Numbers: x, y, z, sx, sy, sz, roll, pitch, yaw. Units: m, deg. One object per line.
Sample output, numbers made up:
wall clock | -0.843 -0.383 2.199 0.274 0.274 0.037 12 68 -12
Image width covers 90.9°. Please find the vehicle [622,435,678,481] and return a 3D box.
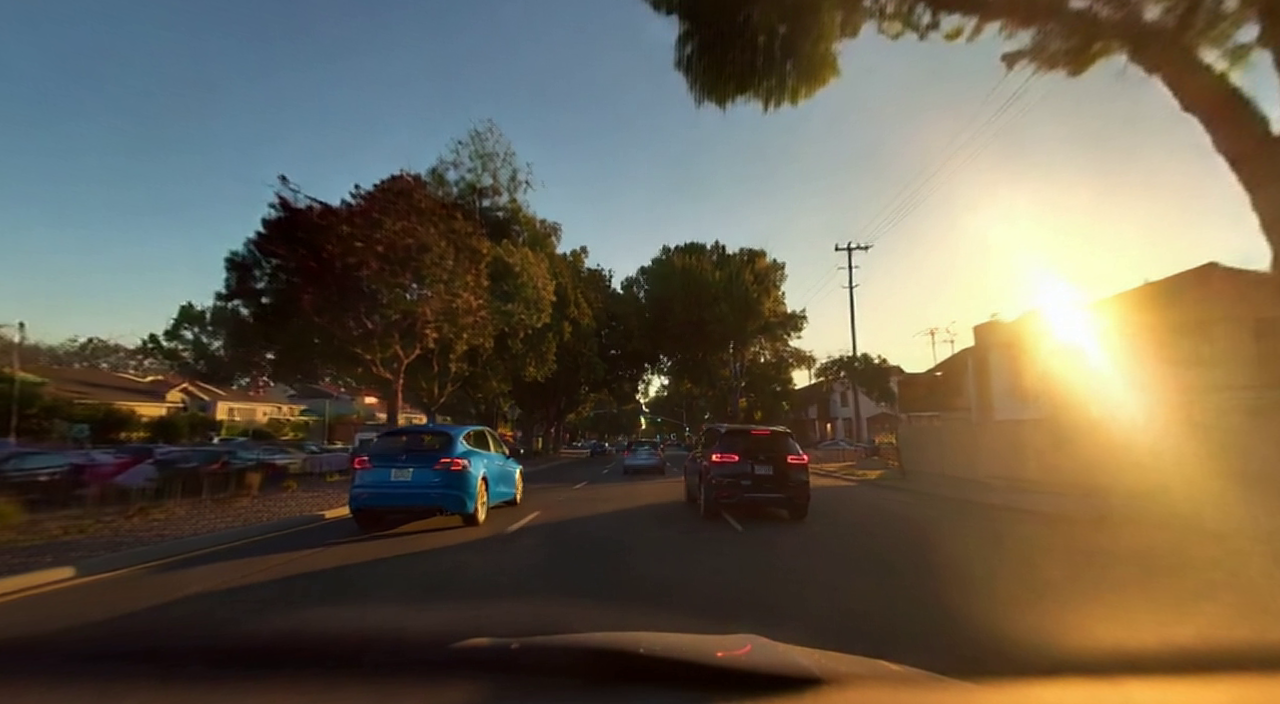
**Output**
vehicle | 0.345 3.945 23.756 1.922 1.579 3.642 0 -8 0

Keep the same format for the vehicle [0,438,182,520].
vehicle | -12.365 2.585 13.393 1.849 1.452 4.423 0 -8 1

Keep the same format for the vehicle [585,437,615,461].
vehicle | -3.068 7.583 49.447 2.014 1.755 4.360 0 -8 1

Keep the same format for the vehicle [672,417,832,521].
vehicle | 2.028 2.324 13.024 2.280 1.747 4.361 1 -9 -3

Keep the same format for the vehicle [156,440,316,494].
vehicle | -12.393 3.536 19.777 1.833 1.469 4.650 0 -8 2

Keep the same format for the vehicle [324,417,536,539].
vehicle | -3.349 2.117 11.248 2.043 1.687 4.676 0 -8 2
